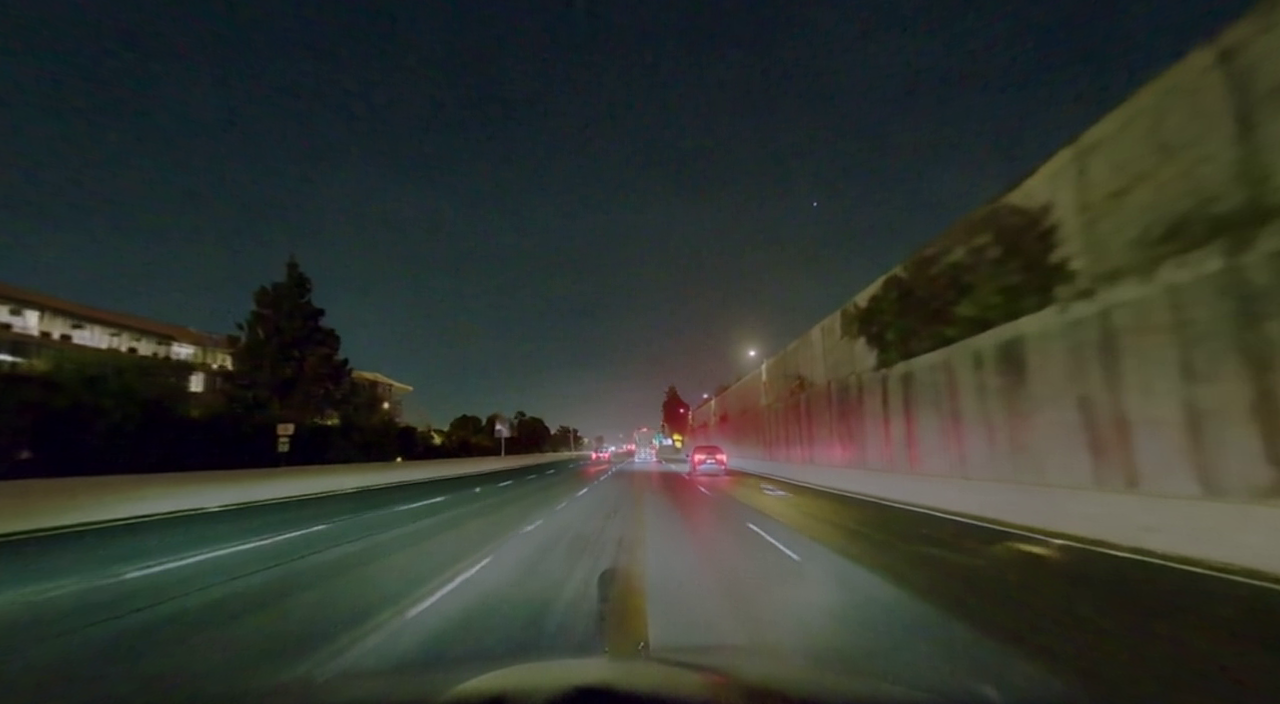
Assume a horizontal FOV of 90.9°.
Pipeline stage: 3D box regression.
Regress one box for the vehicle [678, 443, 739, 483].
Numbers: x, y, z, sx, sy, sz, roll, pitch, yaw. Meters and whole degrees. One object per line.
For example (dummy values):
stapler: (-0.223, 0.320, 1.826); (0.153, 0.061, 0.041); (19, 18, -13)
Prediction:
vehicle: (2.808, 4.678, 26.700); (1.973, 1.536, 4.337); (0, -9, -2)
